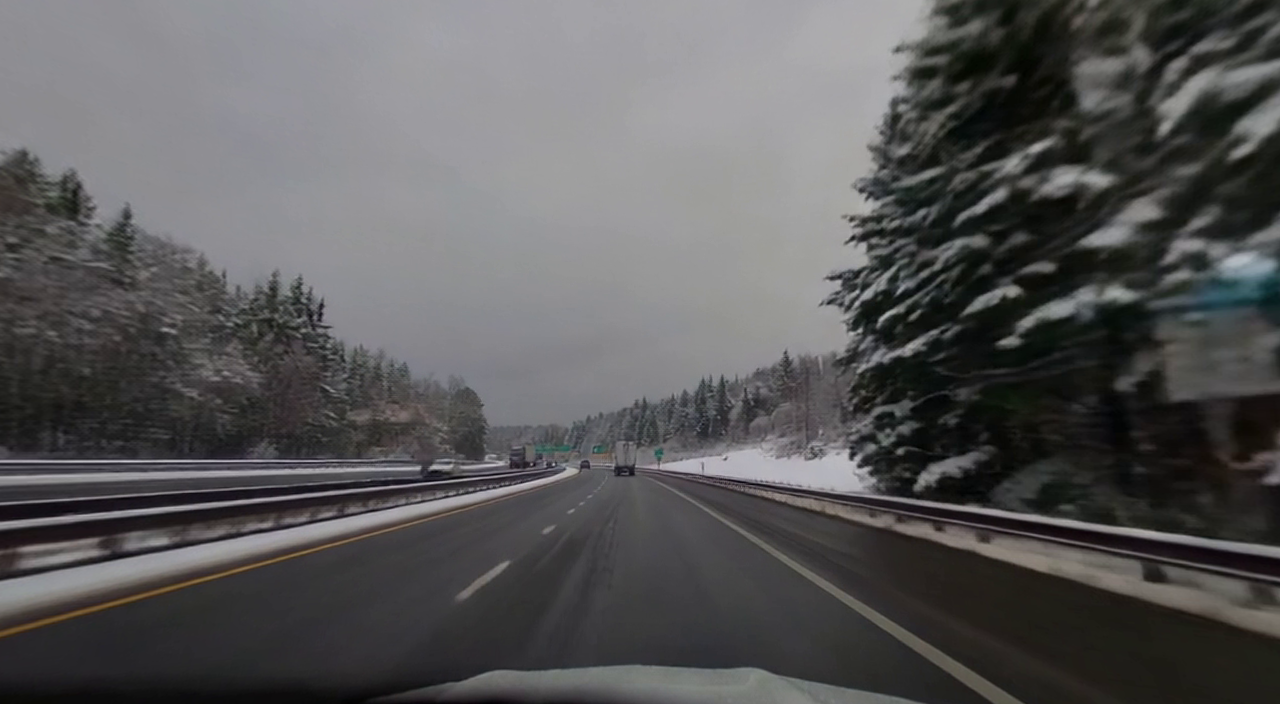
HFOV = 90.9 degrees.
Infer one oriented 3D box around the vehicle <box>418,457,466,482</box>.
[{"bbox_3d":[-13.404,7.986,42.868,2.095,1.537,3.769,1,-11,-1],"label":"vehicle"}]
